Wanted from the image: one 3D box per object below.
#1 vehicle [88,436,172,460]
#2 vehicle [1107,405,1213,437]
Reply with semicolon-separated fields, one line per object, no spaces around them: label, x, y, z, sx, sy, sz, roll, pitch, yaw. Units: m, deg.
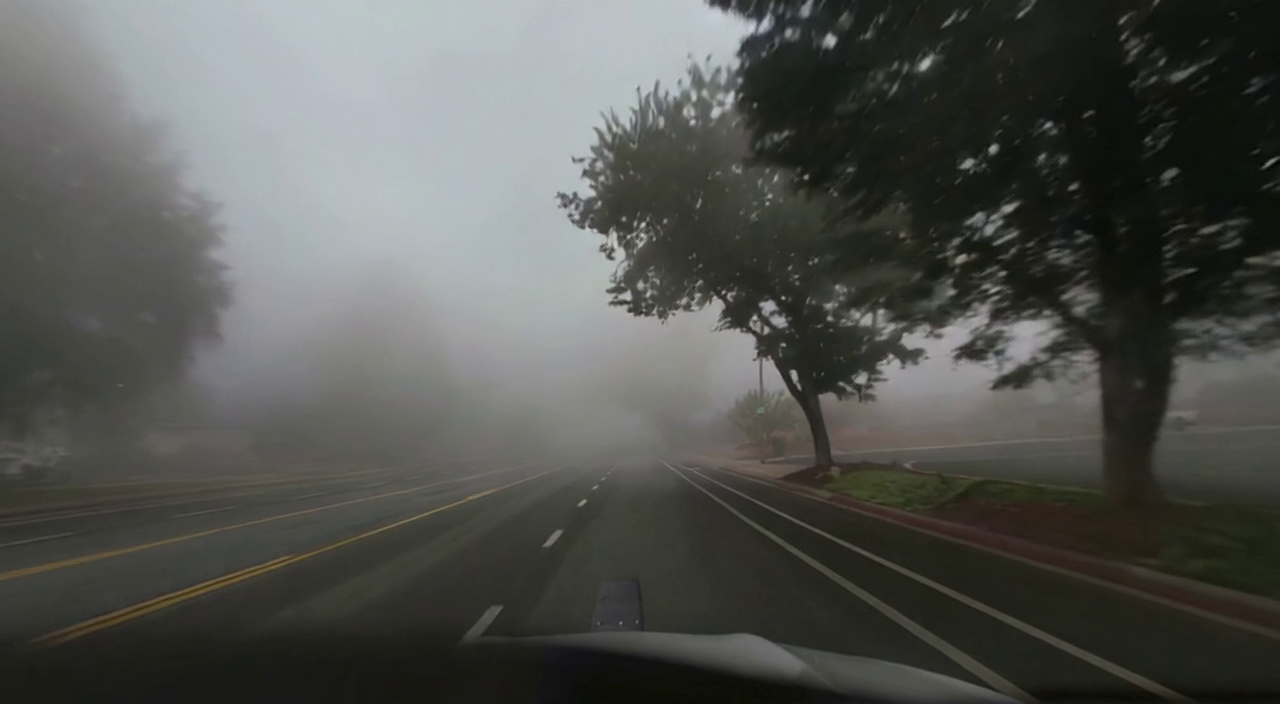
vehicle;-34.924;6.578;43.429;1.831;1.567;4.342;-2;-8;6
vehicle;28.273;3.830;34.605;1.797;1.563;4.669;0;-9;0
